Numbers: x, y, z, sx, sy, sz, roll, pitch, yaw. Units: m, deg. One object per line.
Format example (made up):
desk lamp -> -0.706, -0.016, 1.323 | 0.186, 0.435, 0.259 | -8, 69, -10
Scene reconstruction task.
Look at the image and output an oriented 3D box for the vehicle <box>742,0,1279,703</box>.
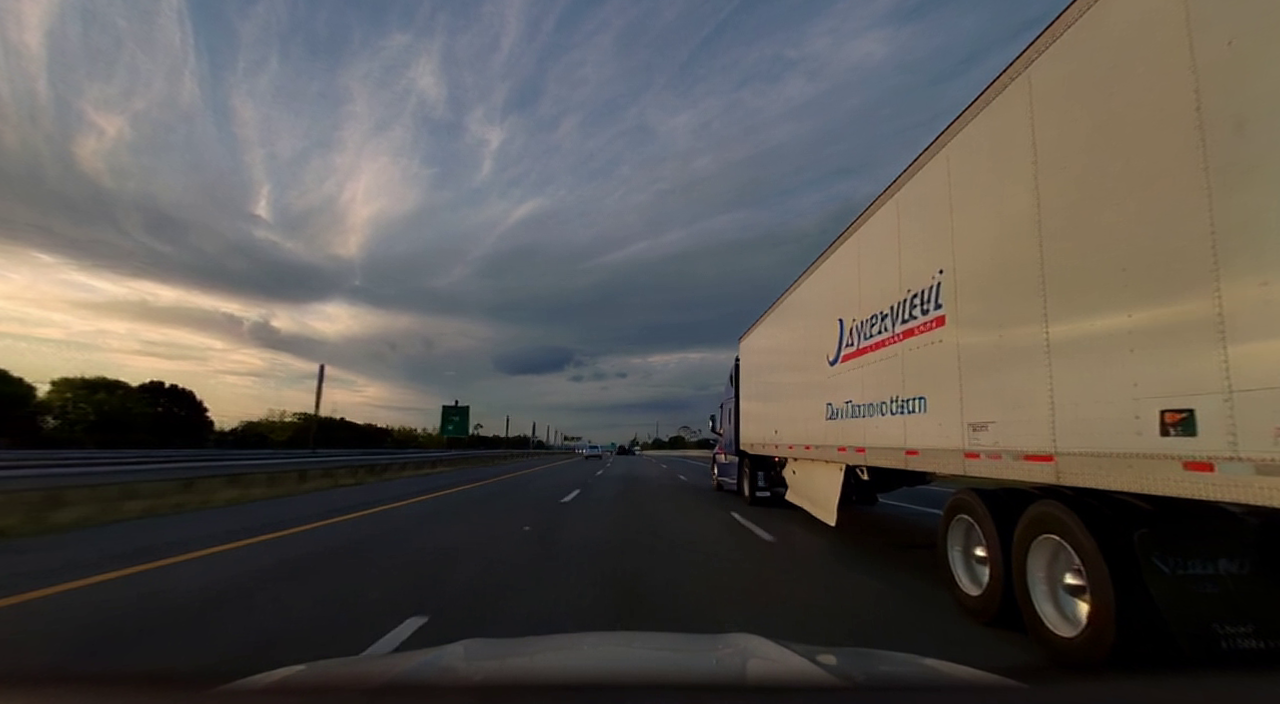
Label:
vehicle -> 3.902, 0.563, 8.662 | 2.962, 4.132, 12.720 | 0, -8, 1
